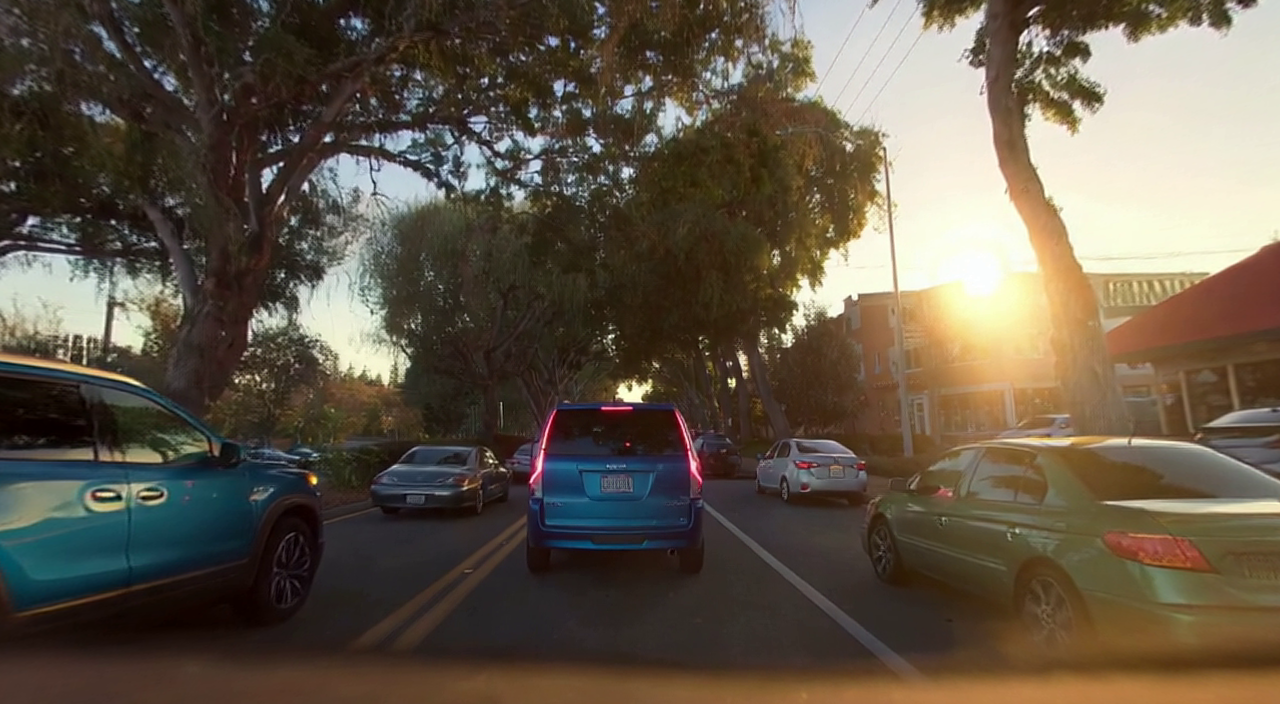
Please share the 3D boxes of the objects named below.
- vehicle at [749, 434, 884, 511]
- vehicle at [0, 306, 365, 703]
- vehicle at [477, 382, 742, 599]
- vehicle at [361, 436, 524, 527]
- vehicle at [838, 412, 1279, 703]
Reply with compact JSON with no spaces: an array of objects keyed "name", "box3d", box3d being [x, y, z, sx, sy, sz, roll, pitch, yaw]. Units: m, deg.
[{"name":"vehicle","box3d":[3.928,2.748,14.901,1.875,1.521,4.192,0,-9,-1]},{"name":"vehicle","box3d":[-3.607,0.898,3.391,2.231,1.853,4.461,0,-9,0]},{"name":"vehicle","box3d":[-0.300,1.486,7.541,2.238,1.825,4.190,0,-9,-1]},{"name":"vehicle","box3d":[-3.602,2.425,12.421,1.849,1.451,4.218,0,-9,0]},{"name":"vehicle","box3d":[3.371,1.371,5.341,1.900,1.477,4.352,0,-9,-1]}]
